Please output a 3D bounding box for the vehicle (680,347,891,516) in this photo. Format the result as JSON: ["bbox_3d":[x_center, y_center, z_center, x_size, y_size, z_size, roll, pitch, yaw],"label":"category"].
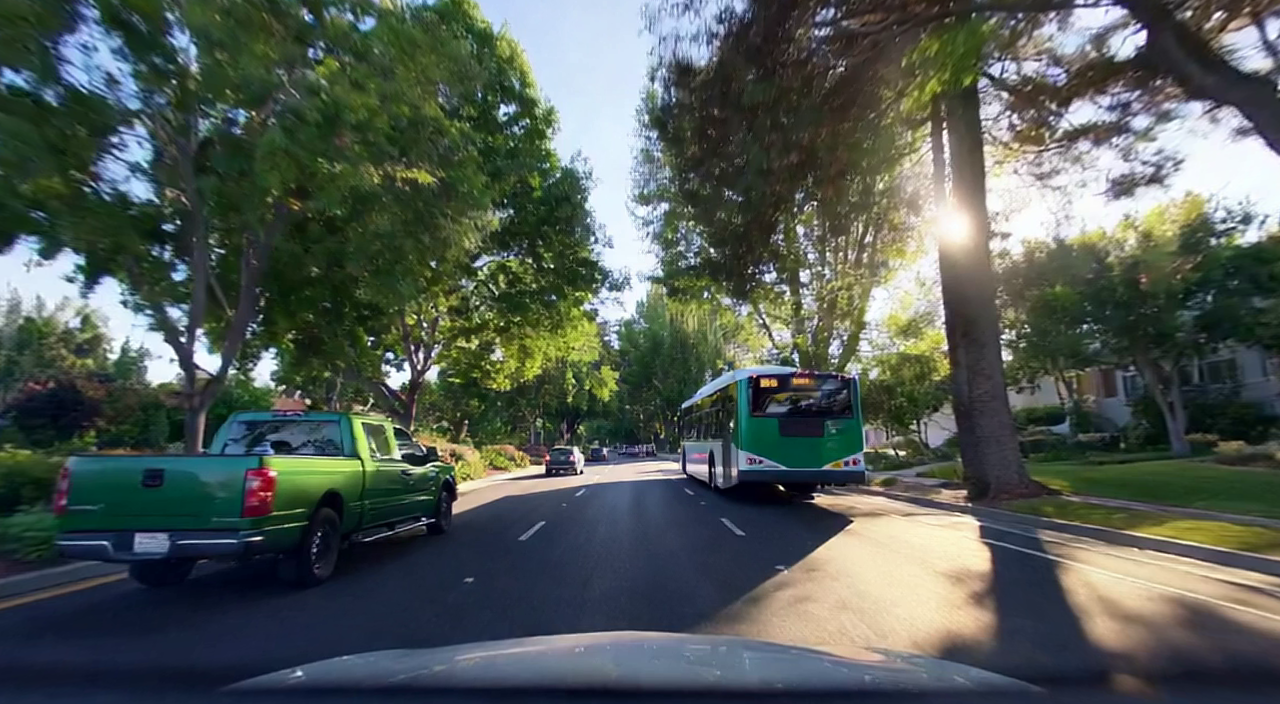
[{"bbox_3d":[3.212,2.464,18.571,3.059,3.264,12.623,0,-9,-1],"label":"vehicle"}]

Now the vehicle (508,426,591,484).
[{"bbox_3d":[-3.478,4.153,25.622,2.513,2.066,5.820,0,-9,0],"label":"vehicle"}]

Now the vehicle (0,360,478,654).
[{"bbox_3d":[-3.513,1.356,6.633,2.074,1.849,5.137,0,-9,2],"label":"vehicle"}]
